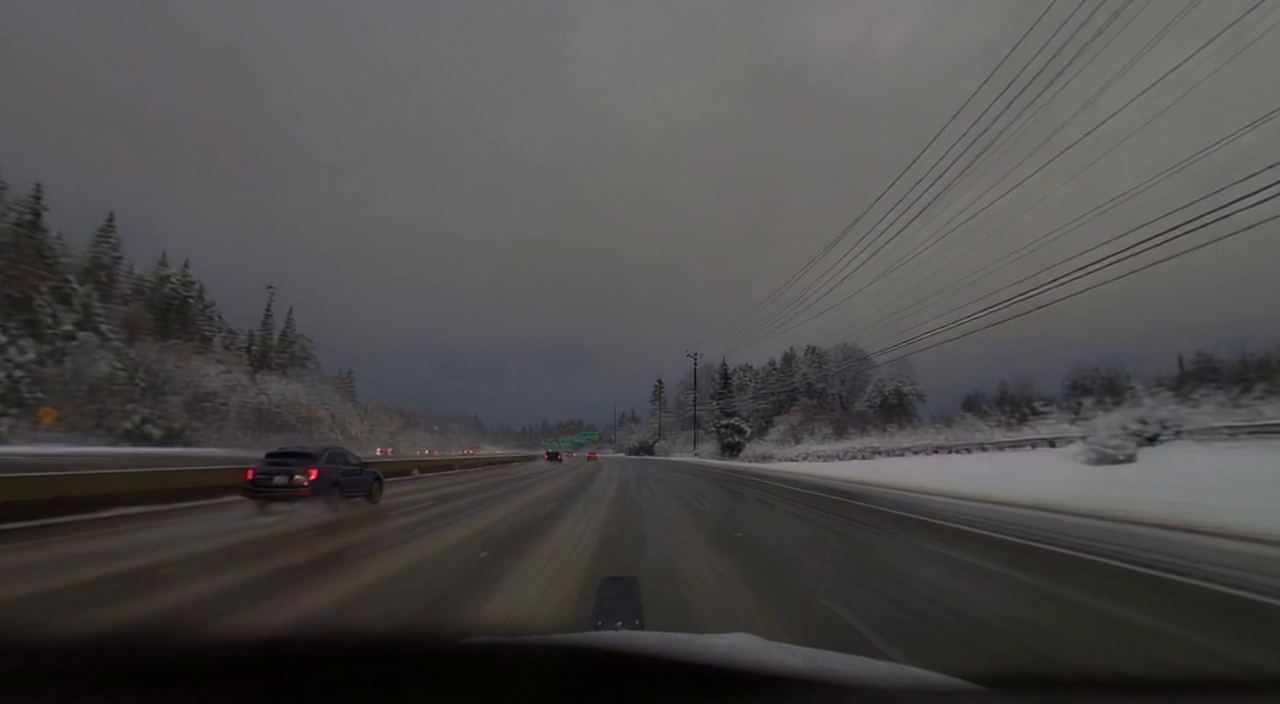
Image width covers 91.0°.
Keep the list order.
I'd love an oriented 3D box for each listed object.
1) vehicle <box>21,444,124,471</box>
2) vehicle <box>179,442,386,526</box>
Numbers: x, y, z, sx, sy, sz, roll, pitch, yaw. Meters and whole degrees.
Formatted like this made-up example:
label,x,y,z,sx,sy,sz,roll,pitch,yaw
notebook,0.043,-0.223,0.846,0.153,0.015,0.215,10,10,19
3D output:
label,x,y,z,sx,sy,sz,roll,pitch,yaw
vehicle,-33.335,6.205,37.222,1.816,1.505,4.663,0,-9,-2
vehicle,-7.435,2.760,13.731,1.999,1.527,4.238,0,-9,0
